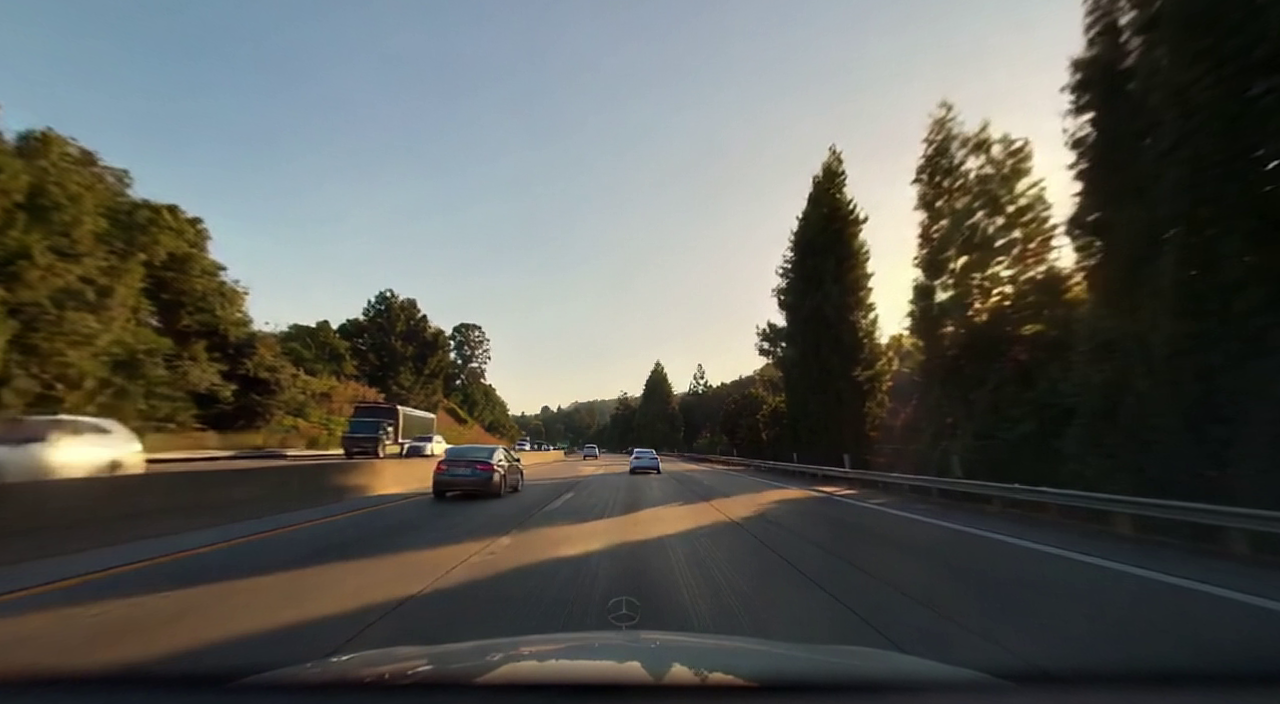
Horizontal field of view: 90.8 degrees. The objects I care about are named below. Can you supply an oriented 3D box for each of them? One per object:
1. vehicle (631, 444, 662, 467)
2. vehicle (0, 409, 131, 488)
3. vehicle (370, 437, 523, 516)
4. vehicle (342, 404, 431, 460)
[{"bbox_3d":[0.403,7.318,44.683,2.008,1.499,3.192,0,-9,-2],"label":"vehicle"},{"bbox_3d":[-12.762,1.895,12.328,1.894,1.443,4.425,0,-9,0],"label":"vehicle"},{"bbox_3d":[-4.146,2.745,14.432,2.054,1.500,4.469,0,-8,0],"label":"vehicle"},{"bbox_3d":[-17.215,5.581,43.488,2.847,3.475,7.687,0,-9,0],"label":"vehicle"}]
